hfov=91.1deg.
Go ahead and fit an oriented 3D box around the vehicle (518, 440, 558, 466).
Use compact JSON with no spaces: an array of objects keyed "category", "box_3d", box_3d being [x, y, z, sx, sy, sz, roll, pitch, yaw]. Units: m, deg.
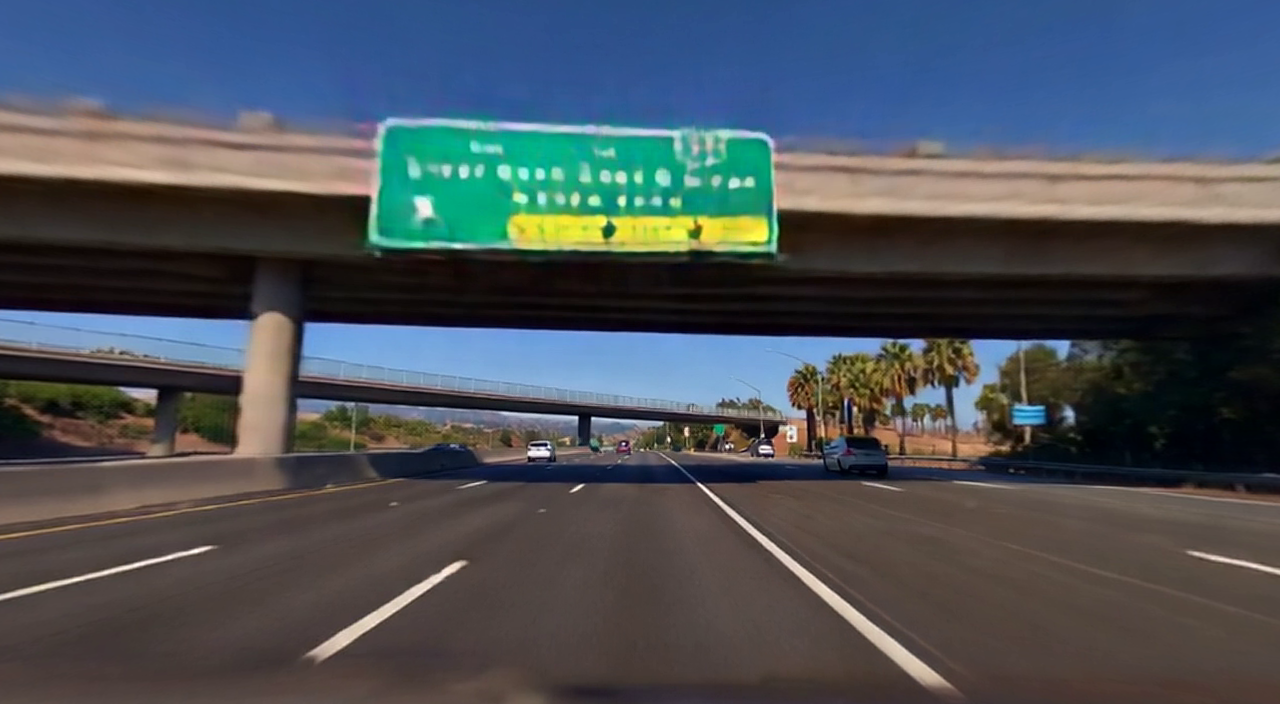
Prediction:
[{"category":"vehicle","box_3d":[-6.850,6.811,42.557,1.935,1.633,3.955,0,-8,1]}]
